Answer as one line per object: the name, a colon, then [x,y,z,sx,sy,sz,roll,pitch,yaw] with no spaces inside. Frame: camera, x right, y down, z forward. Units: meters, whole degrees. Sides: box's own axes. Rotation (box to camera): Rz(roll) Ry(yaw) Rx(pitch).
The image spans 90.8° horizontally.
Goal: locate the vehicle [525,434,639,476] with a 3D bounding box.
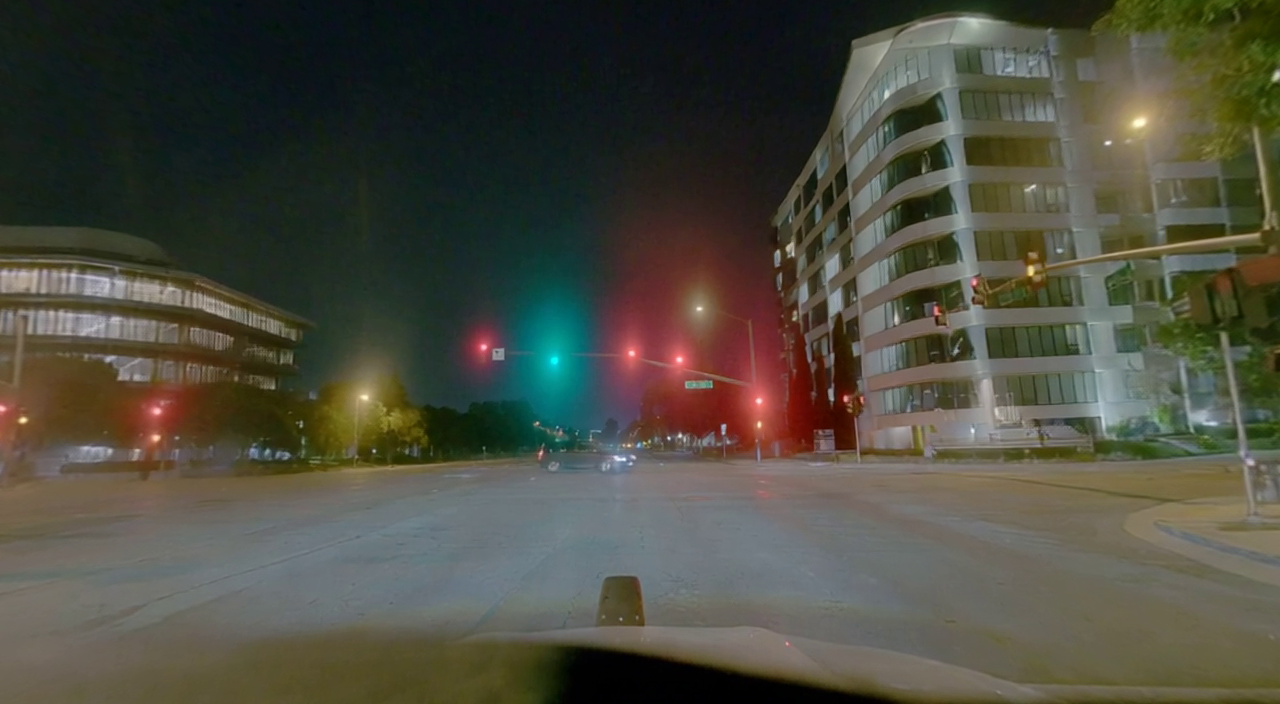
vehicle: [-2.857,4.938,30.468,5.357,1.814,2.141,-6,-10,36]
